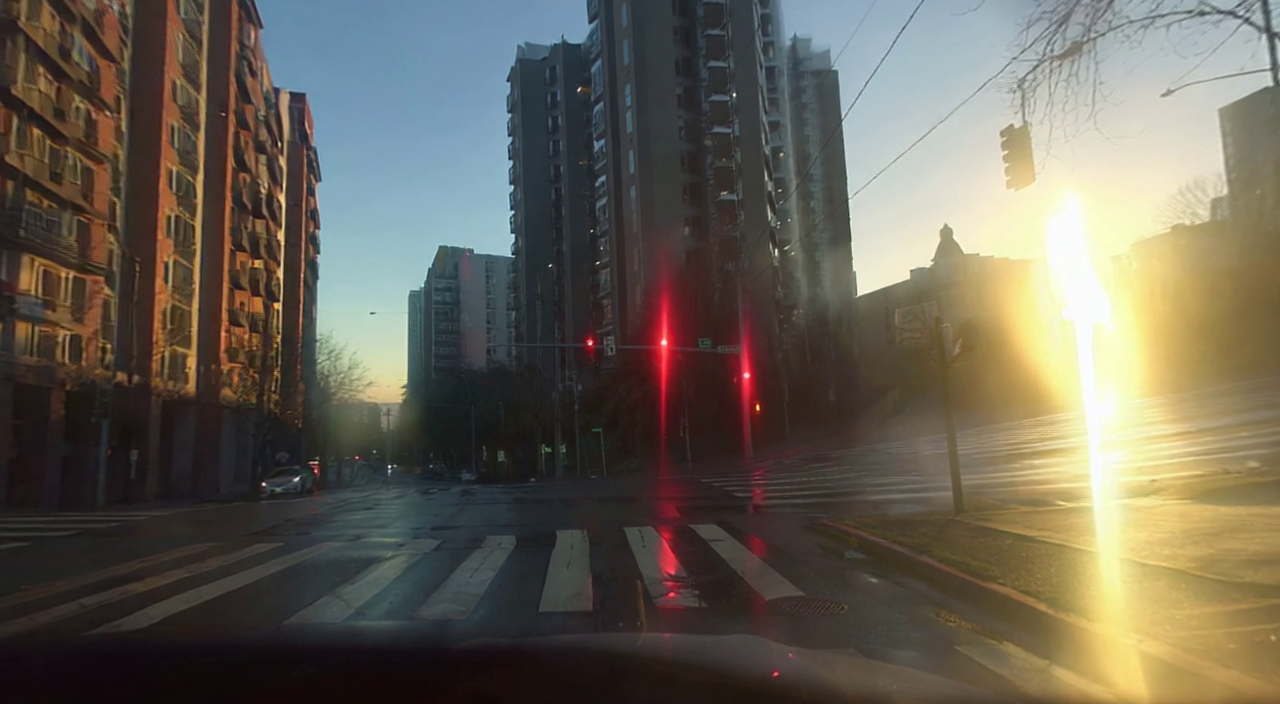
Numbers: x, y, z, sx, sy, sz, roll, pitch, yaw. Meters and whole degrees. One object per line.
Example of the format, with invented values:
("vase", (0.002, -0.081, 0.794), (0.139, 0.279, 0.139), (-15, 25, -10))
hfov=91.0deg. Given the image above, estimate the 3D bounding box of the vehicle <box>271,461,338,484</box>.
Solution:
("vehicle", (-24.652, 8.820, 46.289), (3.882, 1.600, 1.768), (0, -9, 2))
